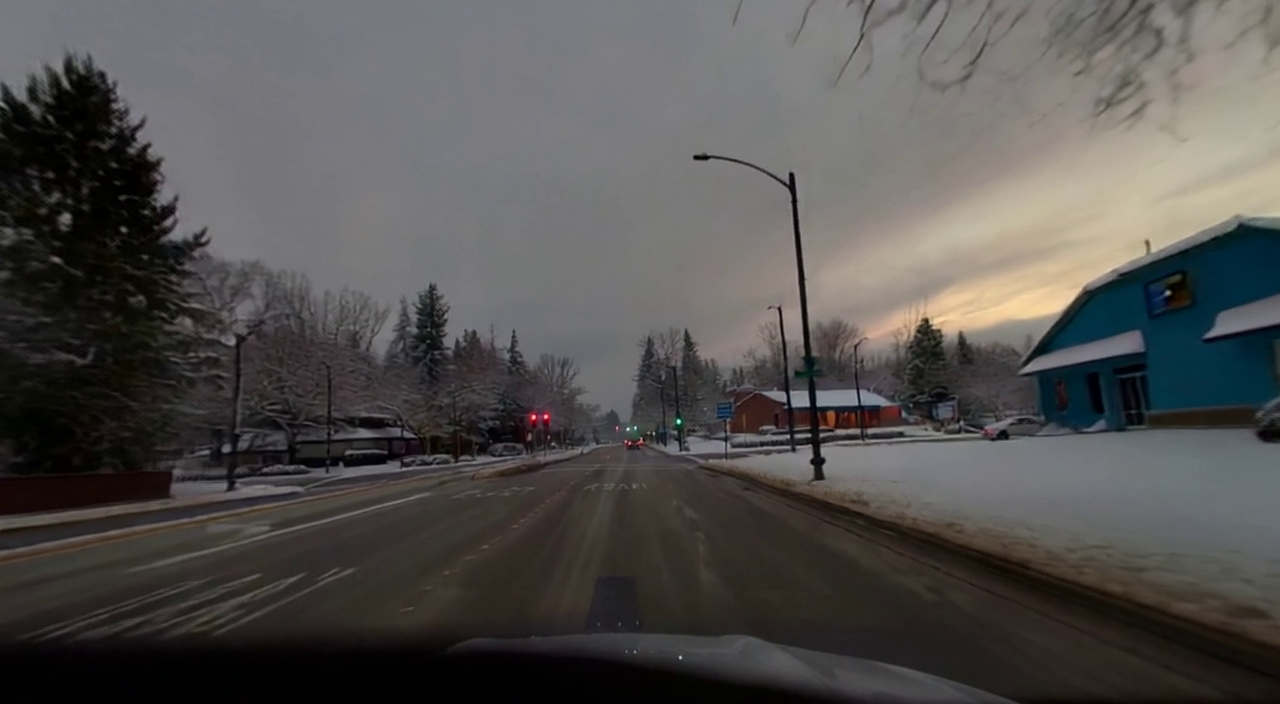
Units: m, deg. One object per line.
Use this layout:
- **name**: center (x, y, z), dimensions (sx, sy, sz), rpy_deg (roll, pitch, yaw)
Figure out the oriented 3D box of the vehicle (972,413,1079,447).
- **vehicle**: center (23.130, 4.689, 38.044), dimensions (4.902, 1.519, 2.182), rpy_deg (-5, -7, -1)
